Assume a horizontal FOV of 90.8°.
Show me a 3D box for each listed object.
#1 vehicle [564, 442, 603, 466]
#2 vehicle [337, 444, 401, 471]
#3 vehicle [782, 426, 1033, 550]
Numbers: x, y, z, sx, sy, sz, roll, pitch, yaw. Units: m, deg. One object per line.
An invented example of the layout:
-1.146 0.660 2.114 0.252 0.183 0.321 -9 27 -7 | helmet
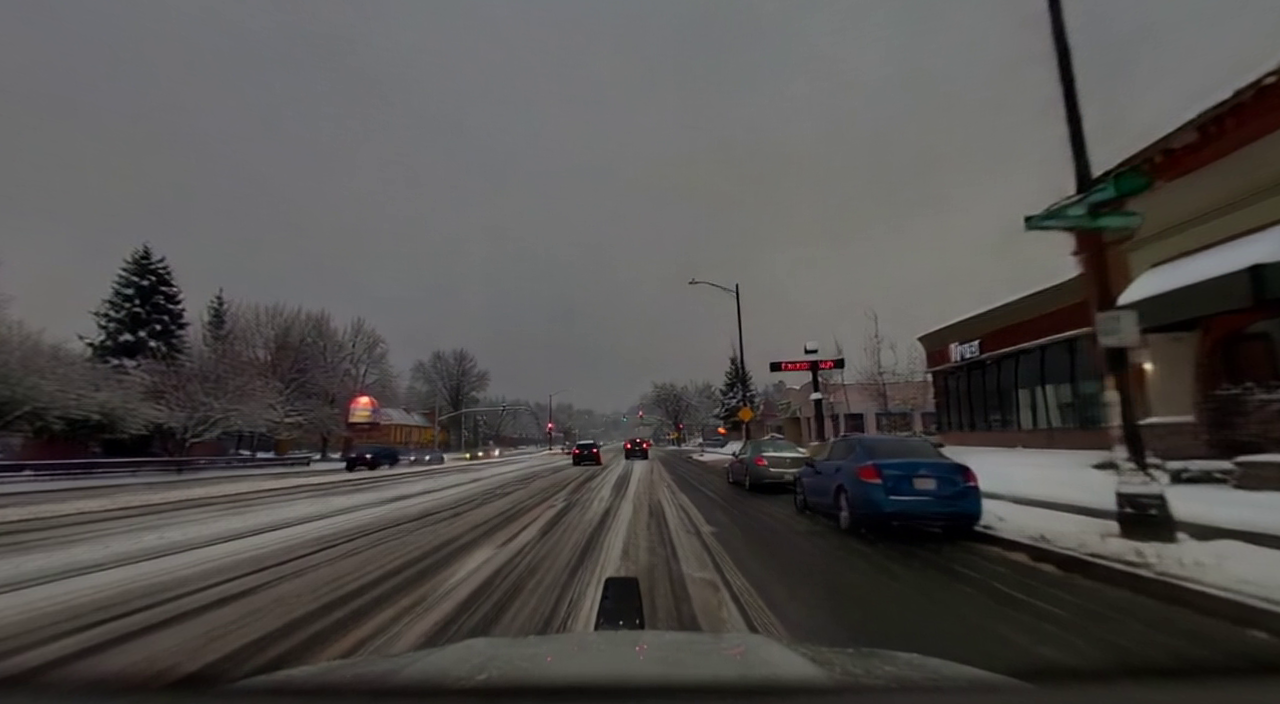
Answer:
-3.755 6.902 42.906 2.179 1.490 4.742 0 -9 0 | vehicle
-17.852 6.962 41.886 2.102 1.679 4.690 0 -9 1 | vehicle
3.843 2.043 10.254 1.922 1.507 4.824 0 -9 -1 | vehicle
